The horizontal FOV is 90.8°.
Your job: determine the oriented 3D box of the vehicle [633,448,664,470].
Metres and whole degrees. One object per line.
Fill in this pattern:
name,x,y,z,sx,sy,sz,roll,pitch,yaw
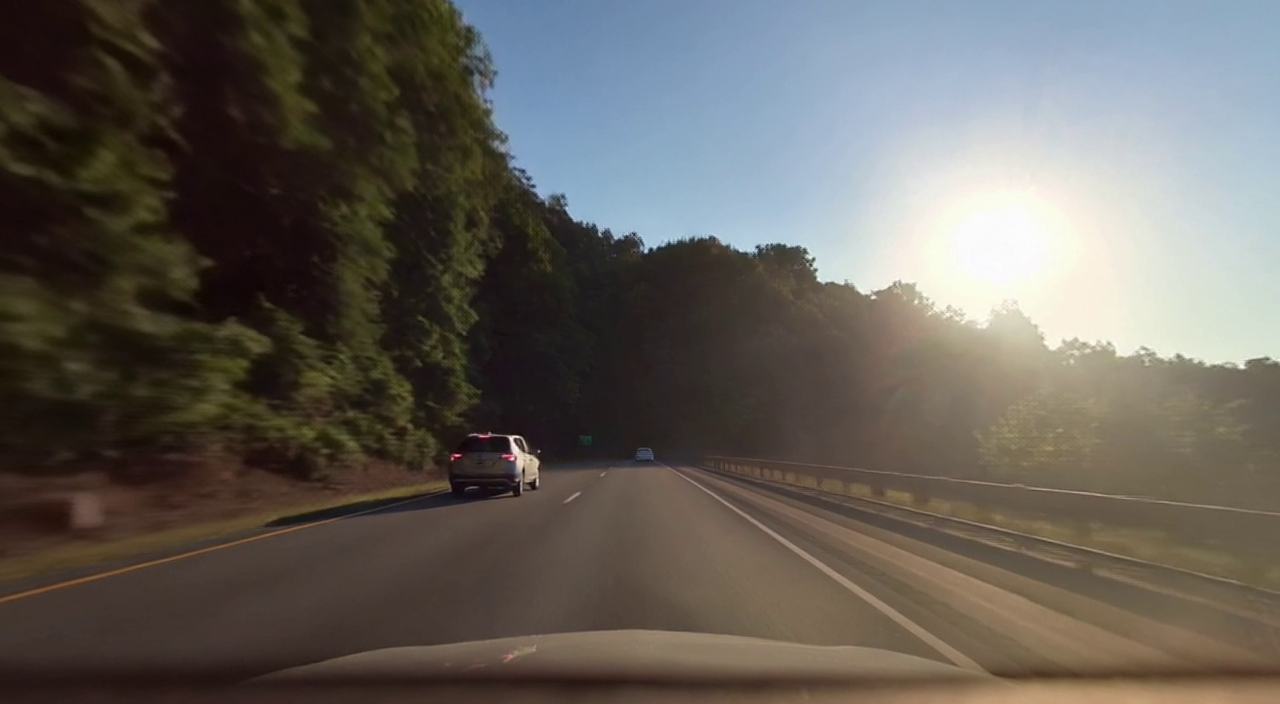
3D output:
vehicle,0.533,7.344,43.558,2.046,1.452,4.407,0,-9,0

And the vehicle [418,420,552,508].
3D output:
vehicle,-3.998,3.007,17.382,2.418,2.049,4.930,0,-9,0
